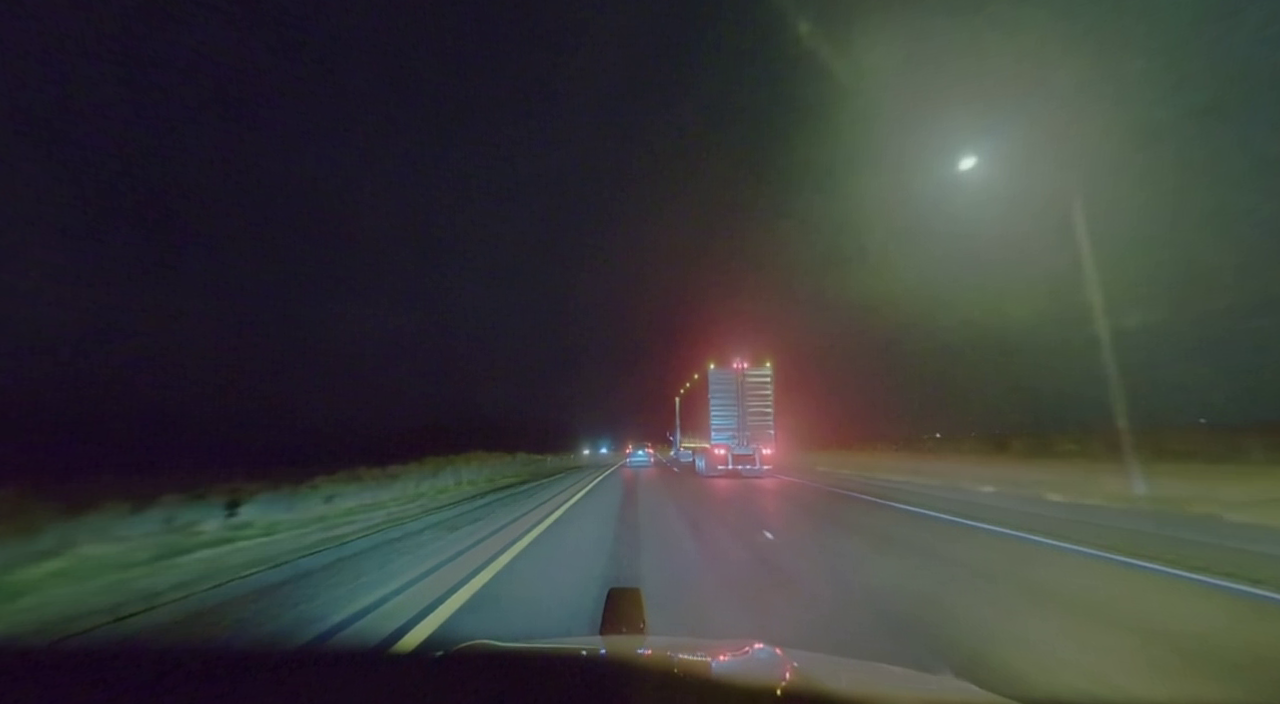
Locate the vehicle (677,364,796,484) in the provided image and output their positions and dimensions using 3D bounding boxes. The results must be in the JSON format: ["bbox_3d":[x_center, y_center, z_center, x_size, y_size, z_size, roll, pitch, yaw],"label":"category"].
[{"bbox_3d":[3.828,3.673,30.005,2.929,4.158,15.921,0,-9,-1],"label":"vehicle"}]

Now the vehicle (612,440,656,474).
[{"bbox_3d":[-0.265,5.071,30.754,1.968,1.515,4.025,0,-8,0],"label":"vehicle"}]
